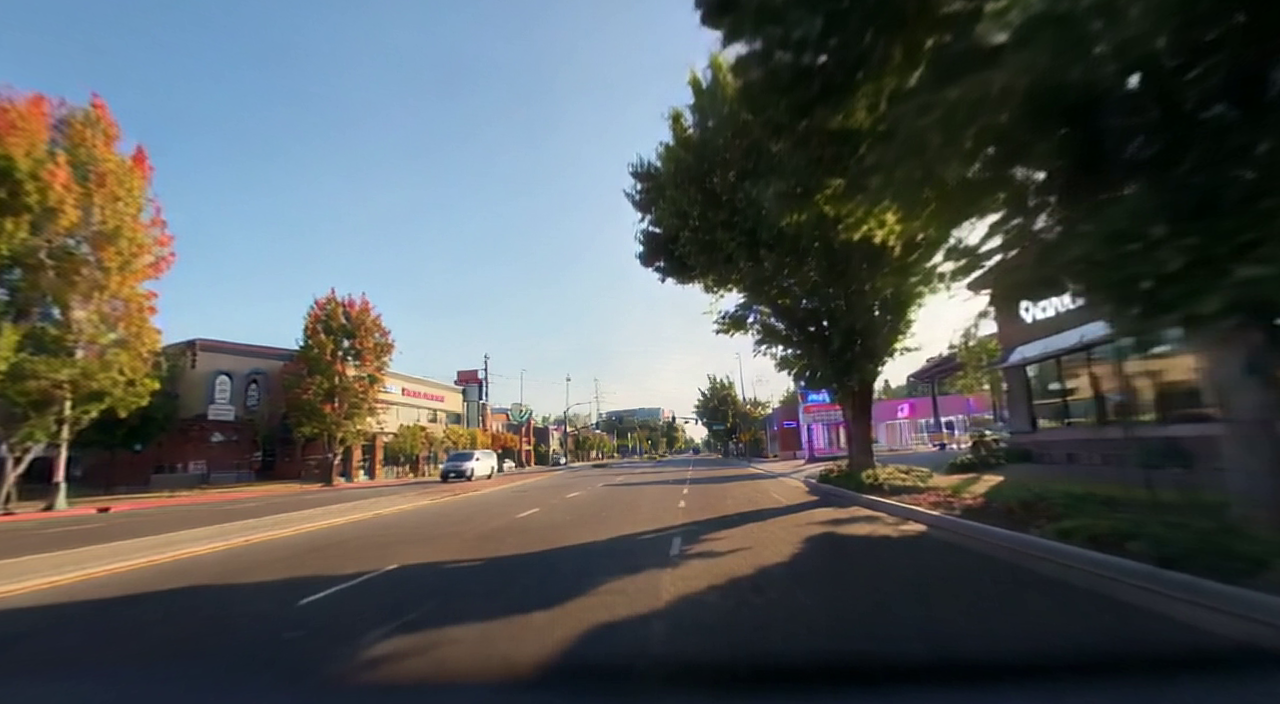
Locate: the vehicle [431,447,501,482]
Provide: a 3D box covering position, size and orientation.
[{"bbox_3d":[-9.351,6.059,34.202,2.209,1.773,4.481,-1,-9,4],"label":"vehicle"}]
